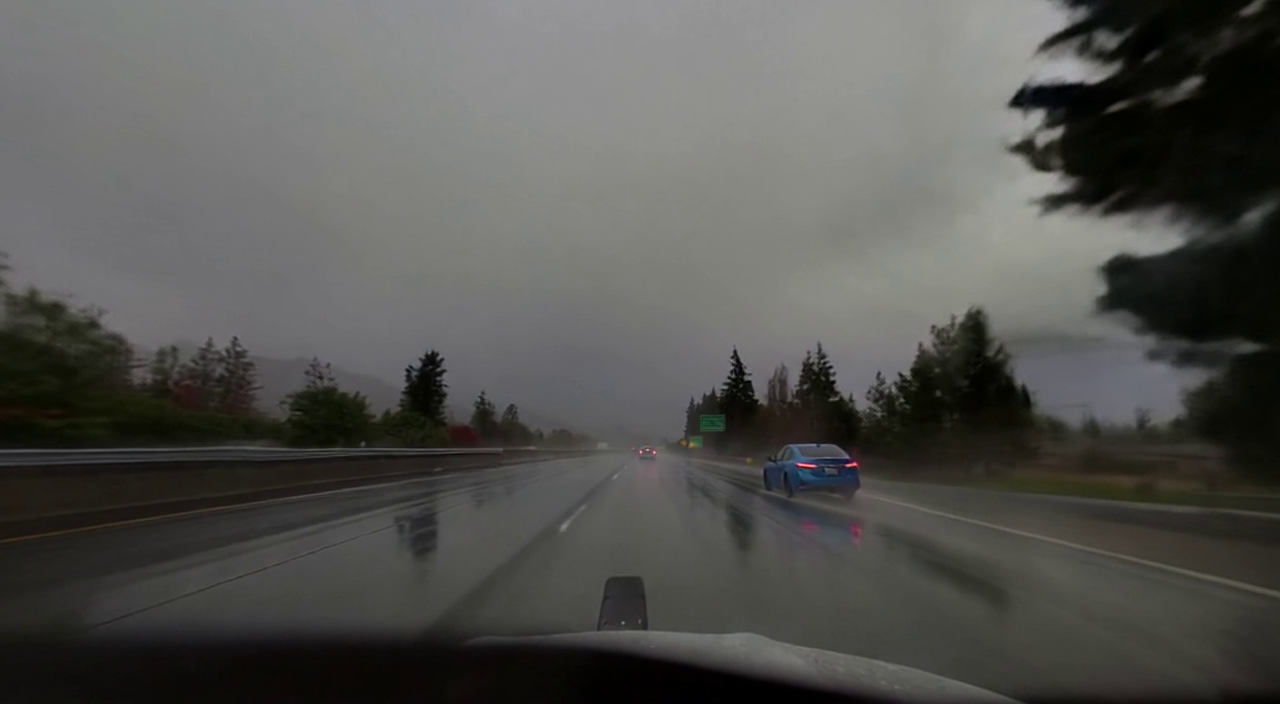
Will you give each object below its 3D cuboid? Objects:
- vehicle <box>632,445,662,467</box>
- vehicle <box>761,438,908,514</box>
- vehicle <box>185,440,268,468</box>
[{"bbox_3d":[0.475,7.506,45.498,2.052,1.449,3.857,0,-9,0],"label":"vehicle"},{"bbox_3d":[4.391,2.859,15.056,2.008,1.524,4.598,0,-9,-1],"label":"vehicle"},{"bbox_3d":[-24.848,6.119,37.936,1.859,1.533,4.586,-1,-9,1],"label":"vehicle"}]
